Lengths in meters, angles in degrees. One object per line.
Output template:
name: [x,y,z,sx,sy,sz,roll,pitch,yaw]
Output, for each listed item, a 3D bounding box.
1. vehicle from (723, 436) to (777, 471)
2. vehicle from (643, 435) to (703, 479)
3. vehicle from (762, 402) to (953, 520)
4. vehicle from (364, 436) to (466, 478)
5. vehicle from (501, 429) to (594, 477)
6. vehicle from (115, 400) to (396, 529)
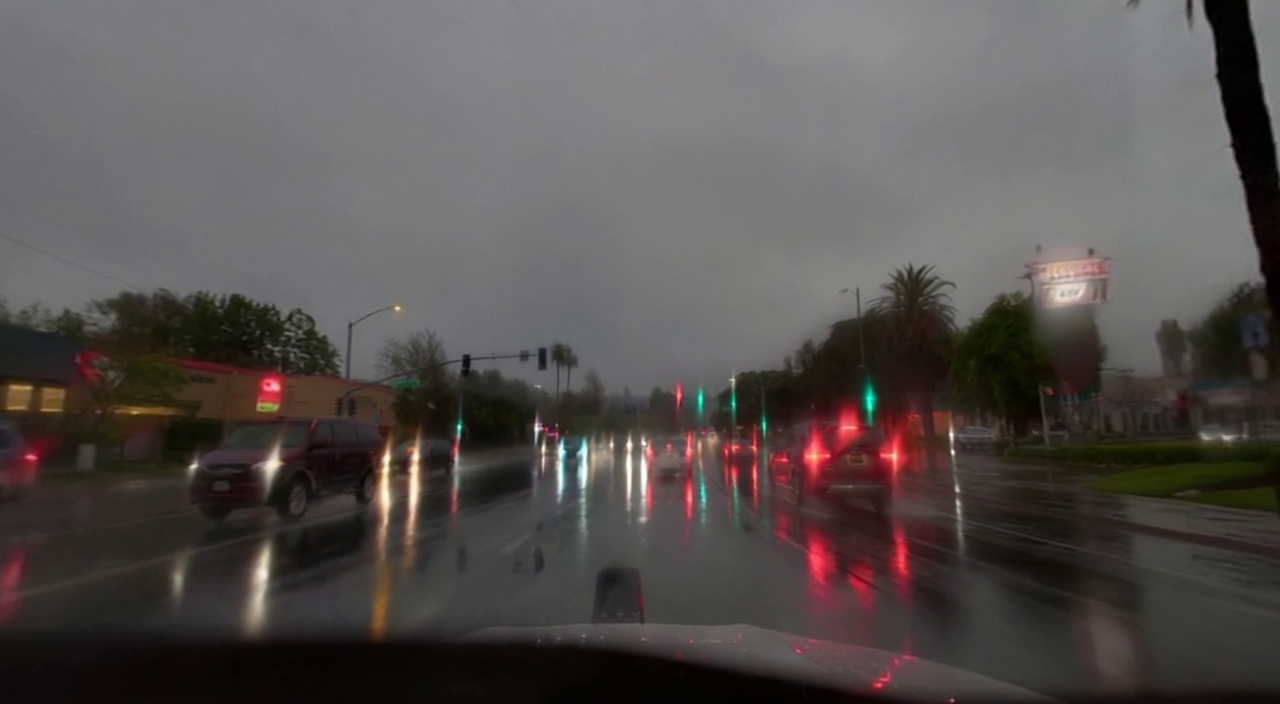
vehicle: [5.128,4.796,30.097,2.149,1.532,4.168,-1,-8,5]
vehicle: [1.254,3.884,23.580,2.057,1.492,3.825,-1,-8,4]
vehicle: [4.103,2.191,13.098,2.267,1.931,5.145,-1,-8,2]
vehicle: [-8.576,4.054,24.590,2.017,1.472,4.418,-1,-8,5]
vehicle: [-3.620,4.074,25.762,2.088,1.746,4.650,-2,-9,15]
vehicle: [-6.596,2.012,11.711,2.127,1.888,4.637,-1,-8,2]
